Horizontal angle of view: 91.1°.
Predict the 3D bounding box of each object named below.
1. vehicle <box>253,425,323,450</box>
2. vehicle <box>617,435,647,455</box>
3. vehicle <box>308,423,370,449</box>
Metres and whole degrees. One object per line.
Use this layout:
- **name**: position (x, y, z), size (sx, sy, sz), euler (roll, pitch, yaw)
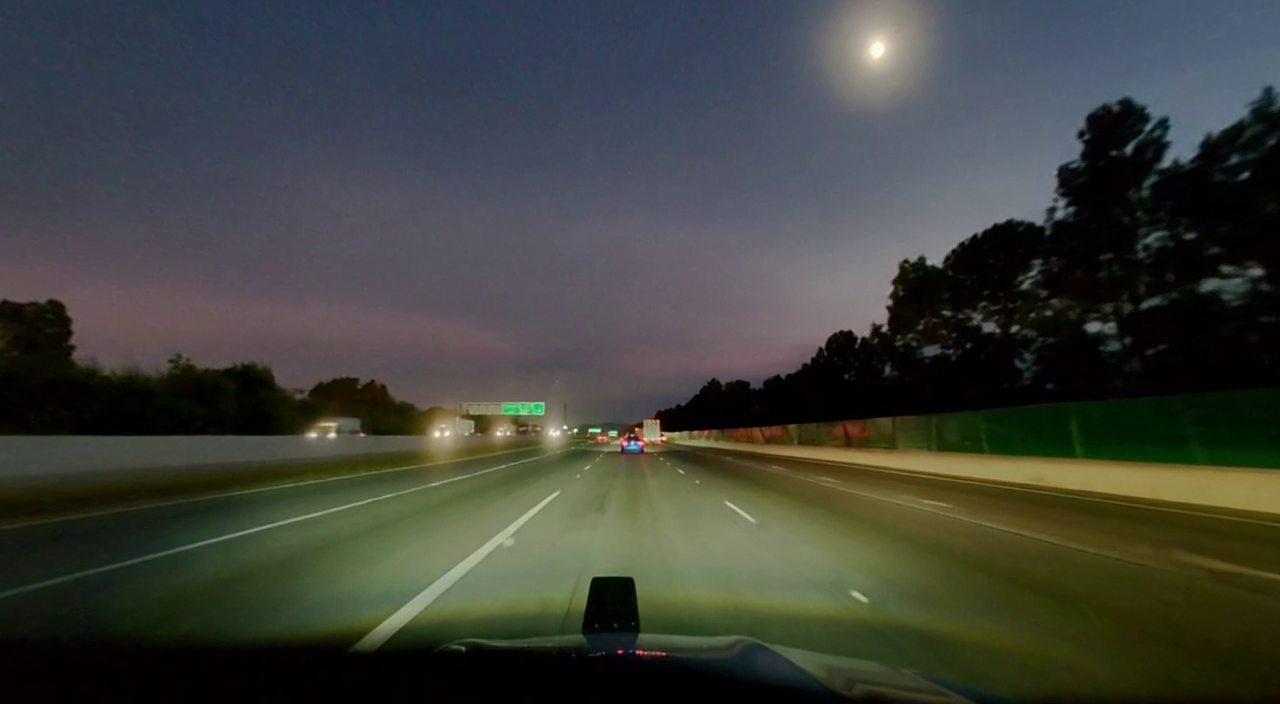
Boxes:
- **vehicle**: position (-22.555, 5.501, 40.513), size (2.016, 1.544, 4.478), euler (0, -8, -1)
- **vehicle**: position (-0.654, 7.034, 47.905), size (2.121, 1.445, 4.187), euler (0, -8, -2)
- **vehicle**: position (-18.916, 5.337, 39.718), size (1.881, 1.526, 4.317), euler (0, -8, -1)
